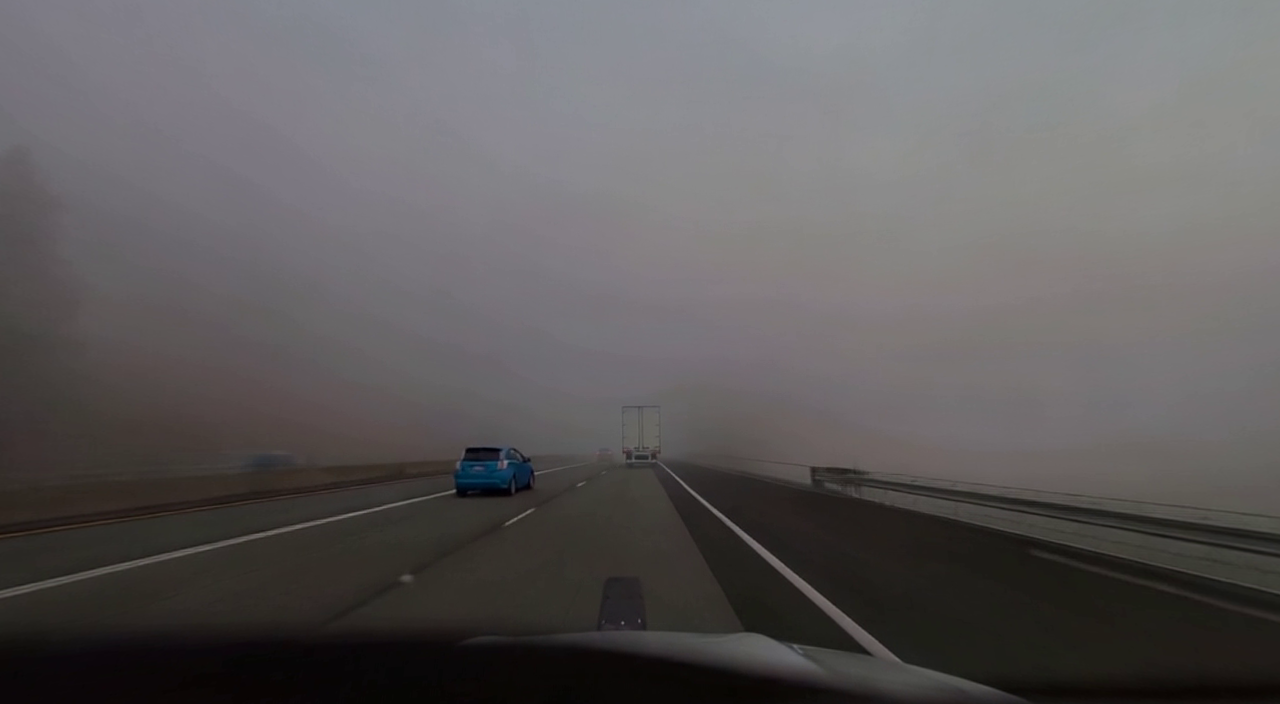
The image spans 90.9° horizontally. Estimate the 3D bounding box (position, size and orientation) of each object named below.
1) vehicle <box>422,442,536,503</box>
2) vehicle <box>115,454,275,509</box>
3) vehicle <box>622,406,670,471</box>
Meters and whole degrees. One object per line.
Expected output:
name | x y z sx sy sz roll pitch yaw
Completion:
vehicle | -4.450 3.398 18.287 2.051 1.538 4.569 0 -9 1
vehicle | -13.386 3.866 19.319 1.815 1.437 4.195 0 -9 0
vehicle | 0.447 6.047 43.675 2.899 3.966 10.053 0 -9 1
